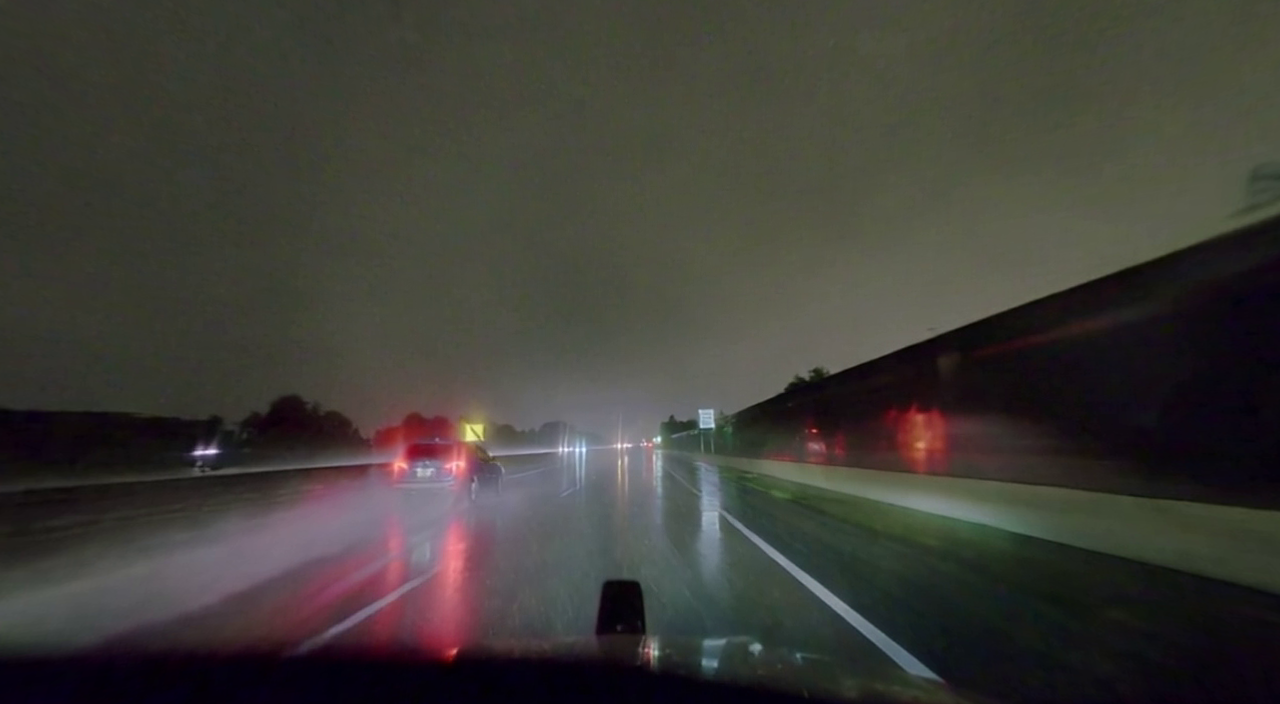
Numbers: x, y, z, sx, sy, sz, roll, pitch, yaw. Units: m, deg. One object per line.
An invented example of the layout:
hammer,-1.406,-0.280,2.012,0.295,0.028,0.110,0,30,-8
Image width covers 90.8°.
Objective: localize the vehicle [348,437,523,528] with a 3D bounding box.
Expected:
vehicle,-3.989,2.625,13.304,2.118,1.562,4.541,-1,-9,1
